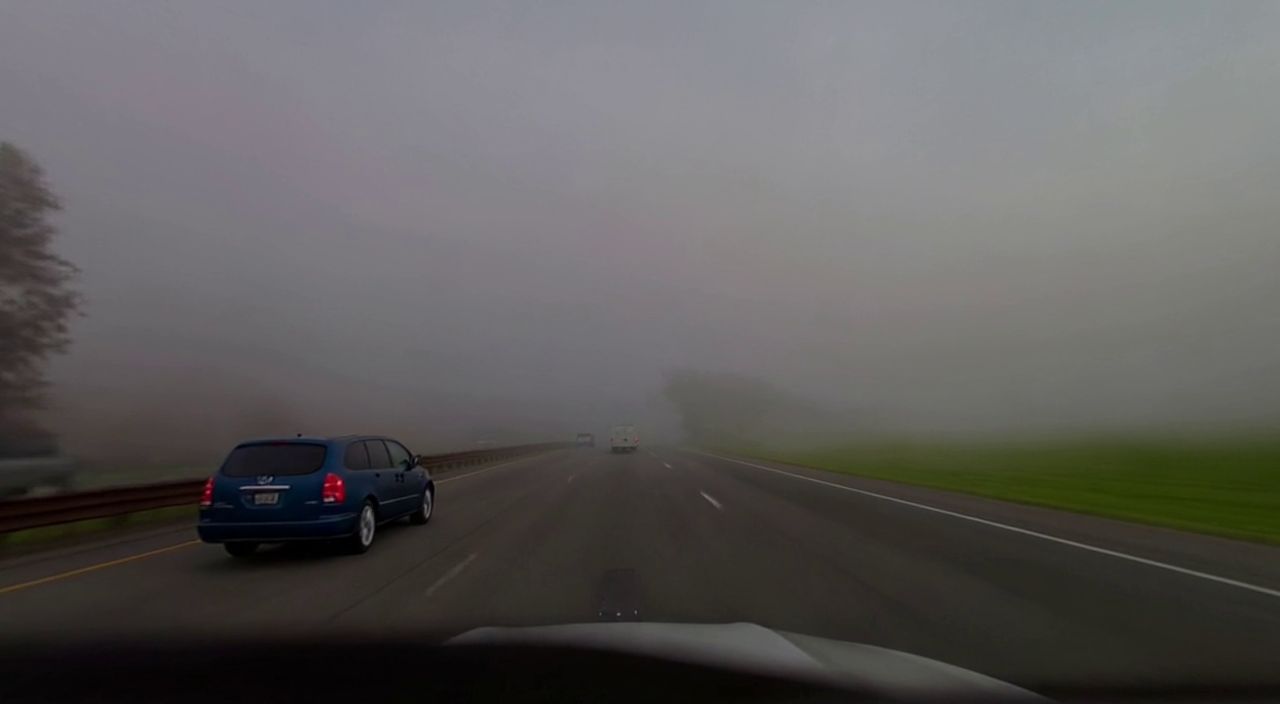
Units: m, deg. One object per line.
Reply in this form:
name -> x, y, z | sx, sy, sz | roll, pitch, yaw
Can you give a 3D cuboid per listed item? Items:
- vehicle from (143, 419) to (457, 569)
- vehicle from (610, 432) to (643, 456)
vehicle -> -4.012, 1.702, 8.422 | 1.931, 1.483, 4.105 | 0, -8, -1
vehicle -> -0.923, 6.502, 44.539 | 2.162, 1.616, 4.242 | 0, -8, 0
